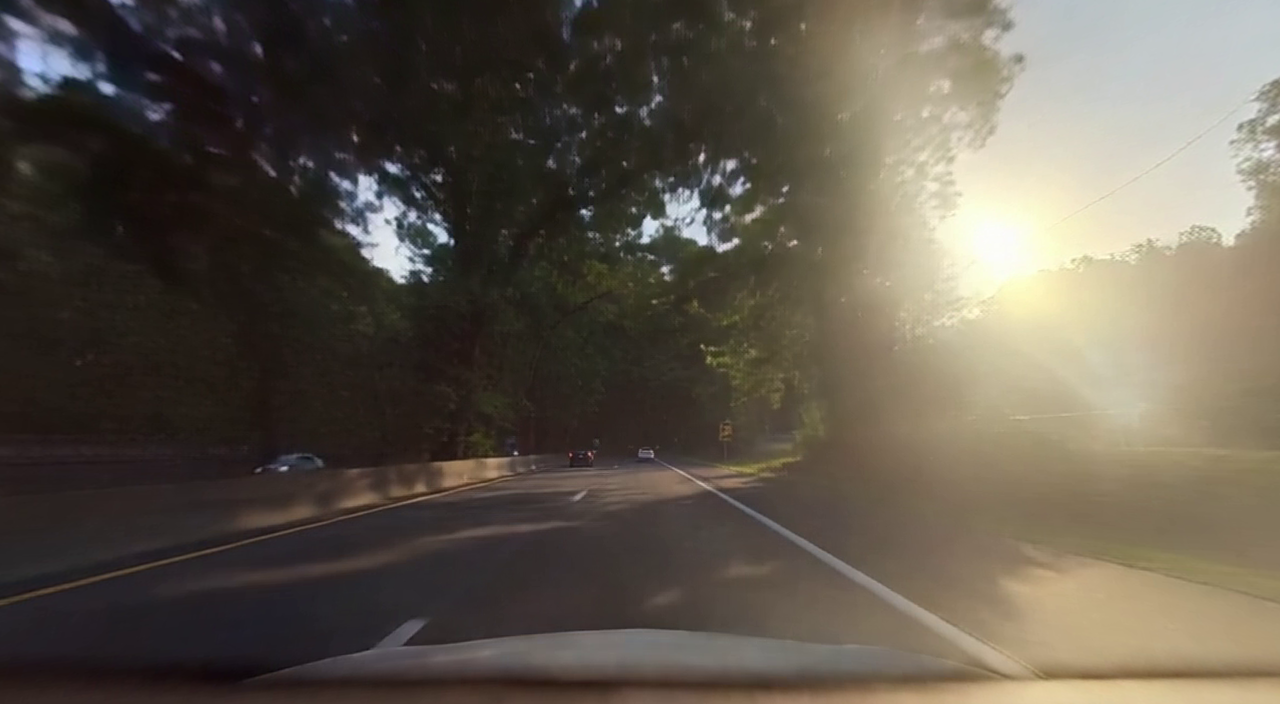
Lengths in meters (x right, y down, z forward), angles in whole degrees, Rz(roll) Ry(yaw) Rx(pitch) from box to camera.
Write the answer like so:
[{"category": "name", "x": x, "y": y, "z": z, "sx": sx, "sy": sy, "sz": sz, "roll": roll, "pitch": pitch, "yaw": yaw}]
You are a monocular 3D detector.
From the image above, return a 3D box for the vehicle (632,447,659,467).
[{"category": "vehicle", "x": 0.384, "y": 7.934, "z": 47.766, "sx": 1.989, "sy": 1.402, "sz": 3.831, "roll": 0, "pitch": -9, "yaw": -1}]

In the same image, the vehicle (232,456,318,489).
[{"category": "vehicle", "x": -18.877, "y": 6.218, "z": 32.845, "sx": 1.889, "sy": 1.545, "sz": 4.437, "roll": 0, "pitch": -9, "yaw": -1}]

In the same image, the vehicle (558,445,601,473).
[{"category": "vehicle", "x": -3.392, "y": 6.128, "z": 36.218, "sx": 2.112, "sy": 1.498, "sz": 4.117, "roll": 0, "pitch": -9, "yaw": -1}]
